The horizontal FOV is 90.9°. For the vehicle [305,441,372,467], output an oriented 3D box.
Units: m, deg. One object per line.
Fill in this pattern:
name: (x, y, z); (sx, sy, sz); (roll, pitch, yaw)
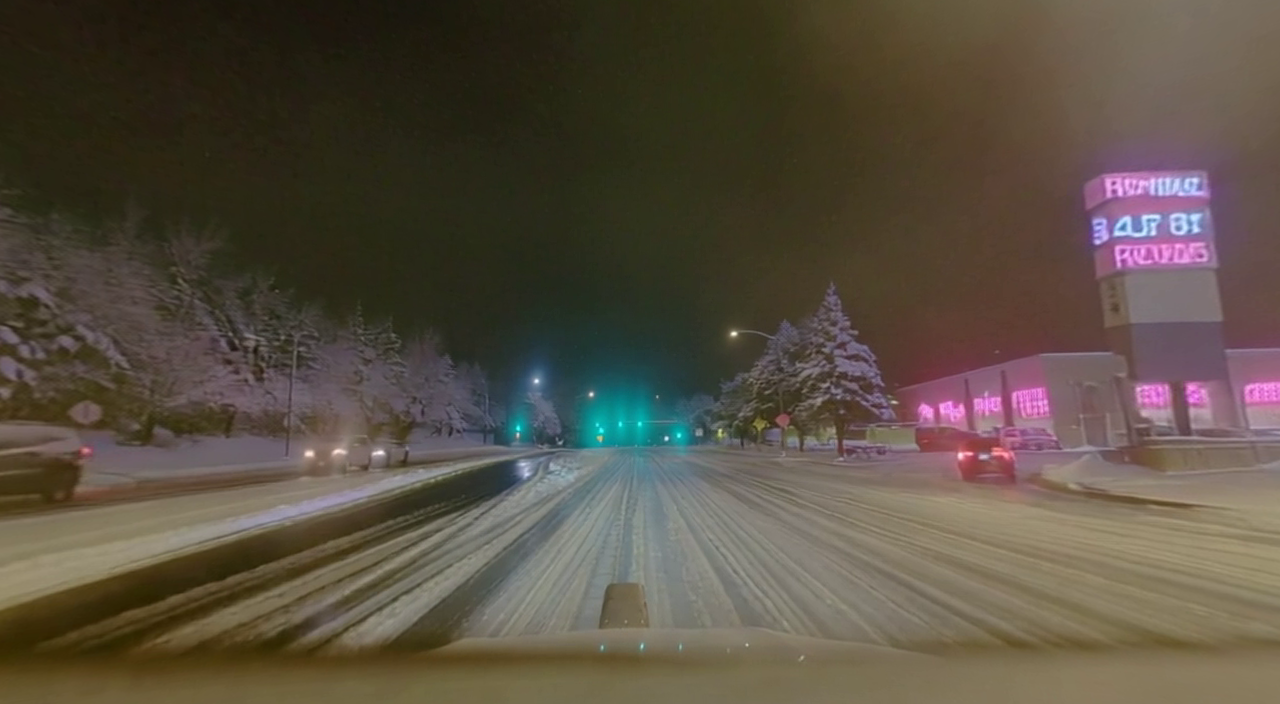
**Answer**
vehicle: (-18.711, 6.318, 39.325); (1.974, 1.501, 4.235); (-1, -8, 2)

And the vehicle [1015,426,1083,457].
vehicle: (23.295, 5.129, 36.058); (1.815, 1.618, 4.383); (-2, -9, 13)

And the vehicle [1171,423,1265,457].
vehicle: (30.872, 4.700, 33.824); (1.900, 1.688, 3.880); (-3, -8, 12)

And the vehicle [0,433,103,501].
vehicle: (-18.297, 3.119, 17.117); (2.204, 1.821, 5.864); (0, -8, 0)

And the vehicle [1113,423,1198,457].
vehicle: (28.325, 4.843, 34.802); (1.887, 1.701, 4.090); (-3, -8, 13)
